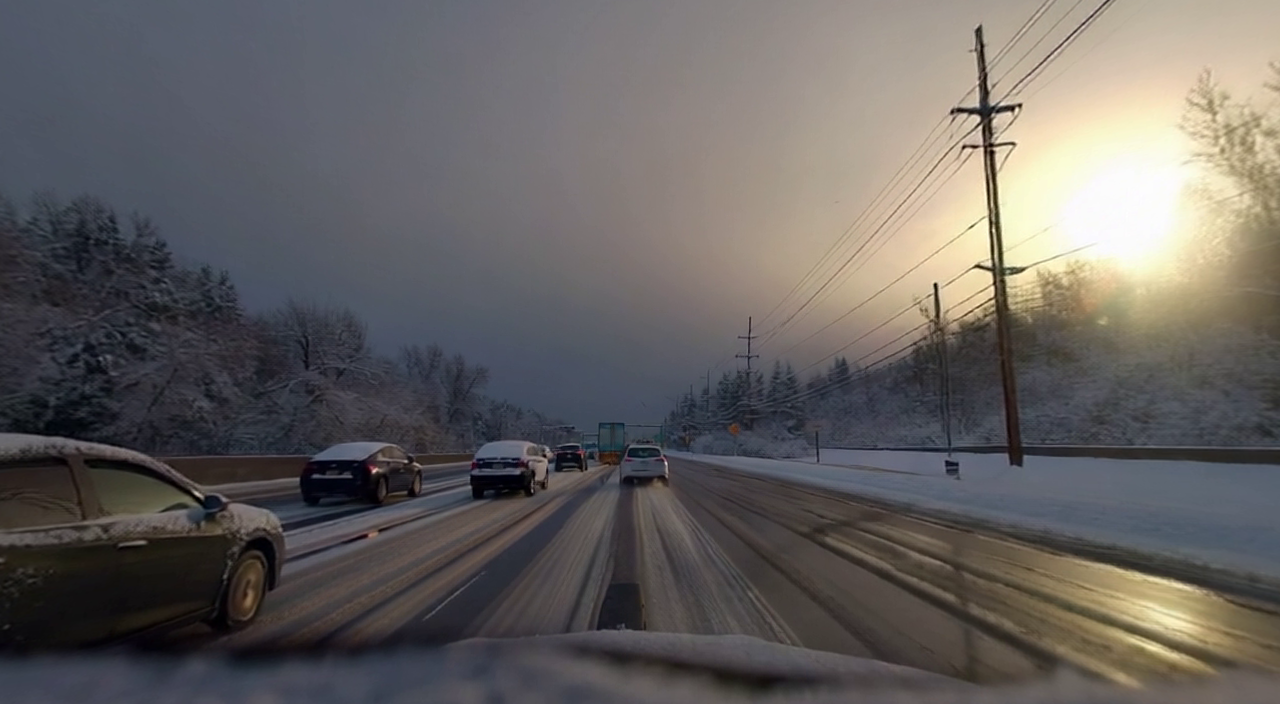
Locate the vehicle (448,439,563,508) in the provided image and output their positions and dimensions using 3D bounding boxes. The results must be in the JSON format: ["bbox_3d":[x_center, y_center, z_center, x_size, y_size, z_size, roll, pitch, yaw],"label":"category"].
[{"bbox_3d":[-3.179,2.962,15.816,1.912,1.464,4.115,0,-9,1],"label":"vehicle"}]

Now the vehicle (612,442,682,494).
[{"bbox_3d":[0.193,3.688,20.429,2.018,1.470,4.491,0,-9,0],"label":"vehicle"}]

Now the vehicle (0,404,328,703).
[{"bbox_3d":[-3.635,1.049,3.132,1.883,1.500,4.373,0,-9,1],"label":"vehicle"}]

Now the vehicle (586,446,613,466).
[{"bbox_3d":[-3.078,8.013,48.860,1.840,1.439,3.687,0,-9,0],"label":"vehicle"}]

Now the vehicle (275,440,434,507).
[{"bbox_3d":[-7.049,3.024,16.177,1.867,1.445,4.499,0,-9,2],"label":"vehicle"}]

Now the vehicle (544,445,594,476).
[{"bbox_3d":[-3.420,5.286,30.972,2.013,1.437,3.801,0,-9,0],"label":"vehicle"}]
